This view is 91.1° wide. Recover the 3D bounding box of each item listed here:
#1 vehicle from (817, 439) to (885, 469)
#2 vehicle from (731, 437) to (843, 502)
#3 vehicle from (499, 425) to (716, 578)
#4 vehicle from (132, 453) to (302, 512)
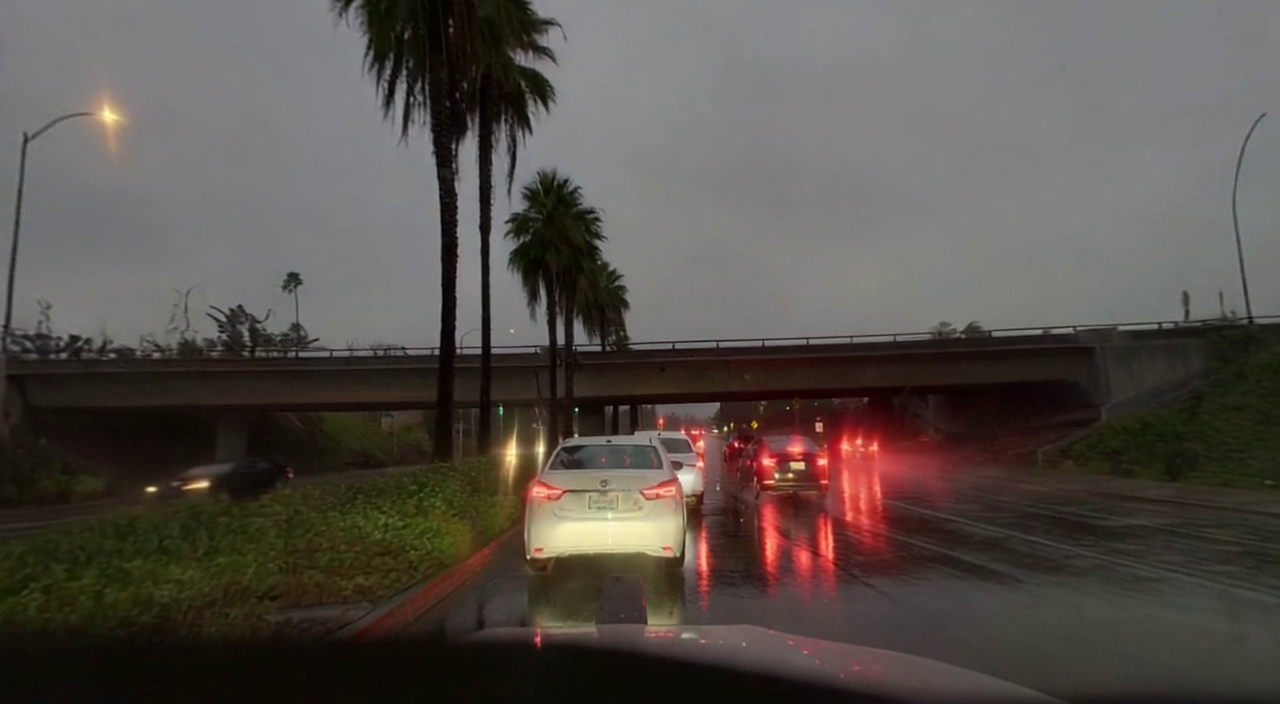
[{"bbox_3d":[11.188,5.450,33.677,2.100,1.469,4.772,0,-9,2],"label":"vehicle"},{"bbox_3d":[3.838,3.144,17.328,2.034,1.517,4.840,0,-9,2],"label":"vehicle"},{"bbox_3d":[-0.260,1.801,8.357,2.172,1.506,4.018,0,-9,2],"label":"vehicle"},{"bbox_3d":[-12.288,3.772,18.679,1.933,1.486,4.449,0,-9,0],"label":"vehicle"}]
